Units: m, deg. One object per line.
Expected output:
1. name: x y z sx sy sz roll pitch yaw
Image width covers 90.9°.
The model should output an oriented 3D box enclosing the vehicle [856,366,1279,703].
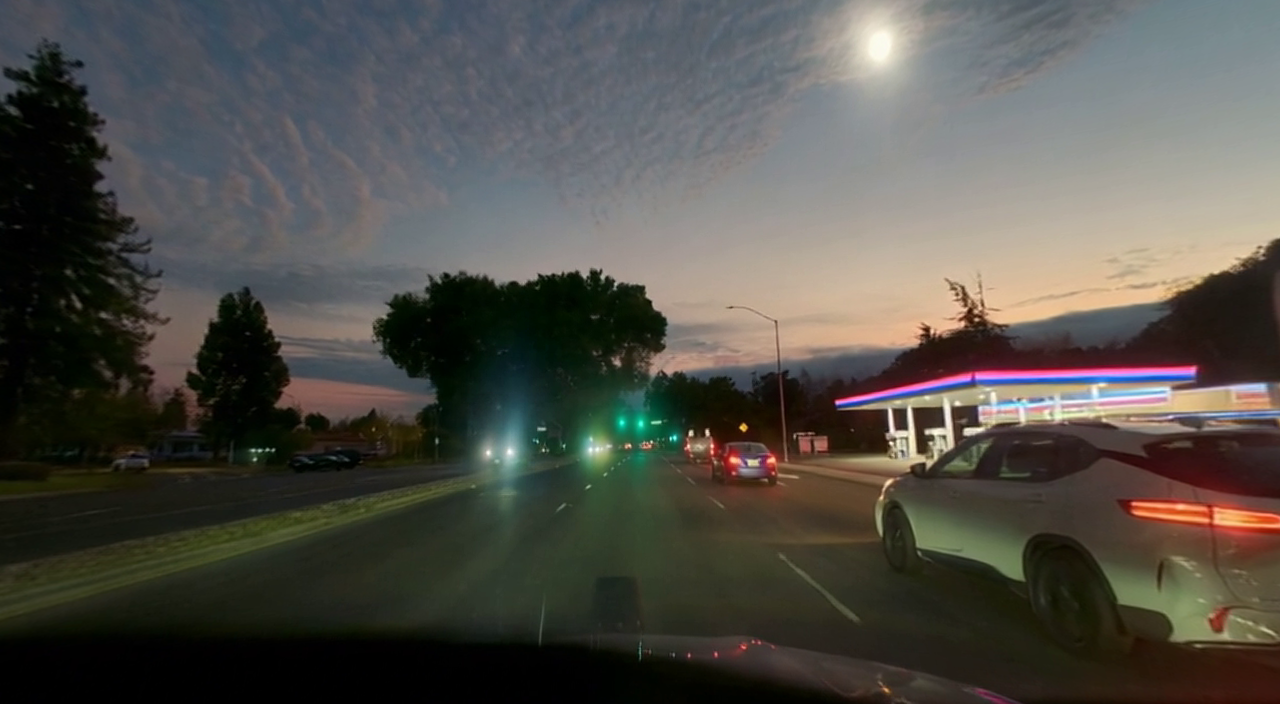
1. vehicle: 3.620 1.249 5.236 1.875 1.665 4.931 0 -8 0

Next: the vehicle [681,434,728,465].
1. vehicle: 4.228 6.542 42.427 2.611 1.983 5.165 0 -8 0

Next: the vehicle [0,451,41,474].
1. vehicle: -43.854 7.622 43.476 1.820 1.459 4.381 1 -8 -18

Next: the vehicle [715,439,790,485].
1. vehicle: 3.858 3.845 22.300 1.871 1.442 4.122 0 -8 -1
